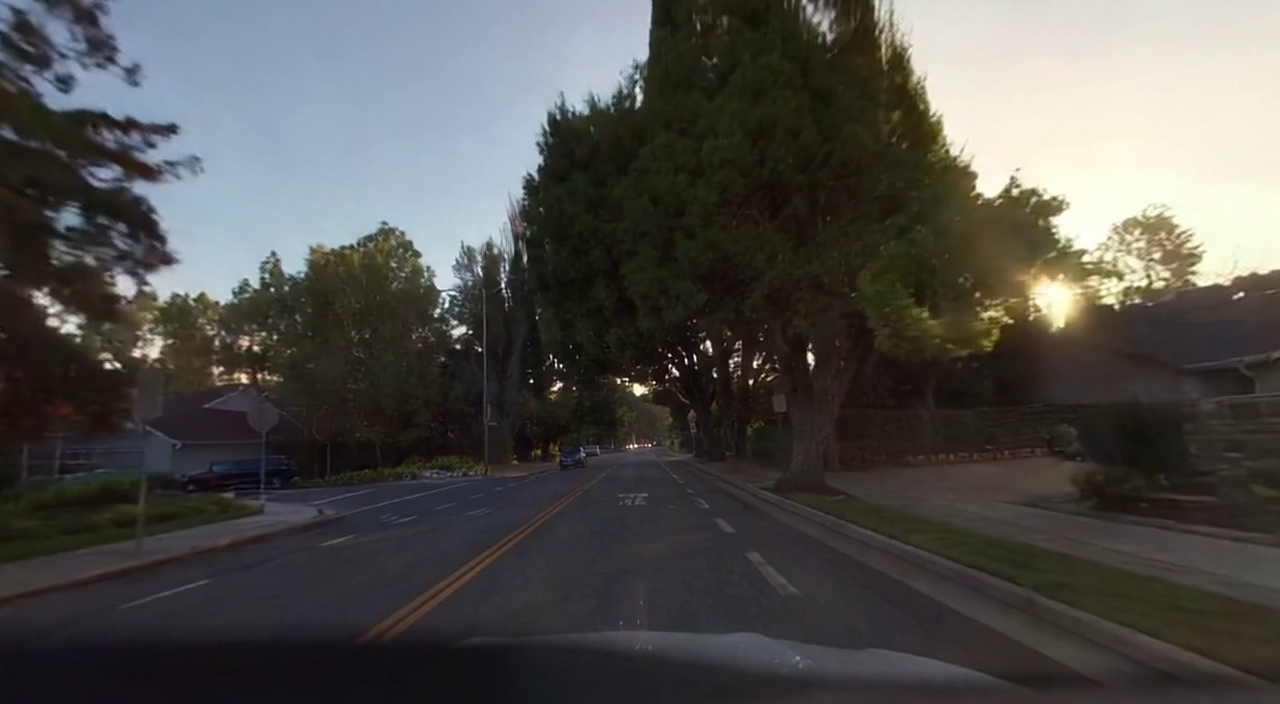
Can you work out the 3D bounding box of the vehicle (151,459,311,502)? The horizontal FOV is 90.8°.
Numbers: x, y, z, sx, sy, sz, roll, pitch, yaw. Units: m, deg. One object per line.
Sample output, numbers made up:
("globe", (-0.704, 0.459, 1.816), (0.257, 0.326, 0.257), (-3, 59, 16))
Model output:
("vehicle", (-14.960, 4.678, 23.233), (4.779, 1.453, 1.970), (-2, -9, 10))
